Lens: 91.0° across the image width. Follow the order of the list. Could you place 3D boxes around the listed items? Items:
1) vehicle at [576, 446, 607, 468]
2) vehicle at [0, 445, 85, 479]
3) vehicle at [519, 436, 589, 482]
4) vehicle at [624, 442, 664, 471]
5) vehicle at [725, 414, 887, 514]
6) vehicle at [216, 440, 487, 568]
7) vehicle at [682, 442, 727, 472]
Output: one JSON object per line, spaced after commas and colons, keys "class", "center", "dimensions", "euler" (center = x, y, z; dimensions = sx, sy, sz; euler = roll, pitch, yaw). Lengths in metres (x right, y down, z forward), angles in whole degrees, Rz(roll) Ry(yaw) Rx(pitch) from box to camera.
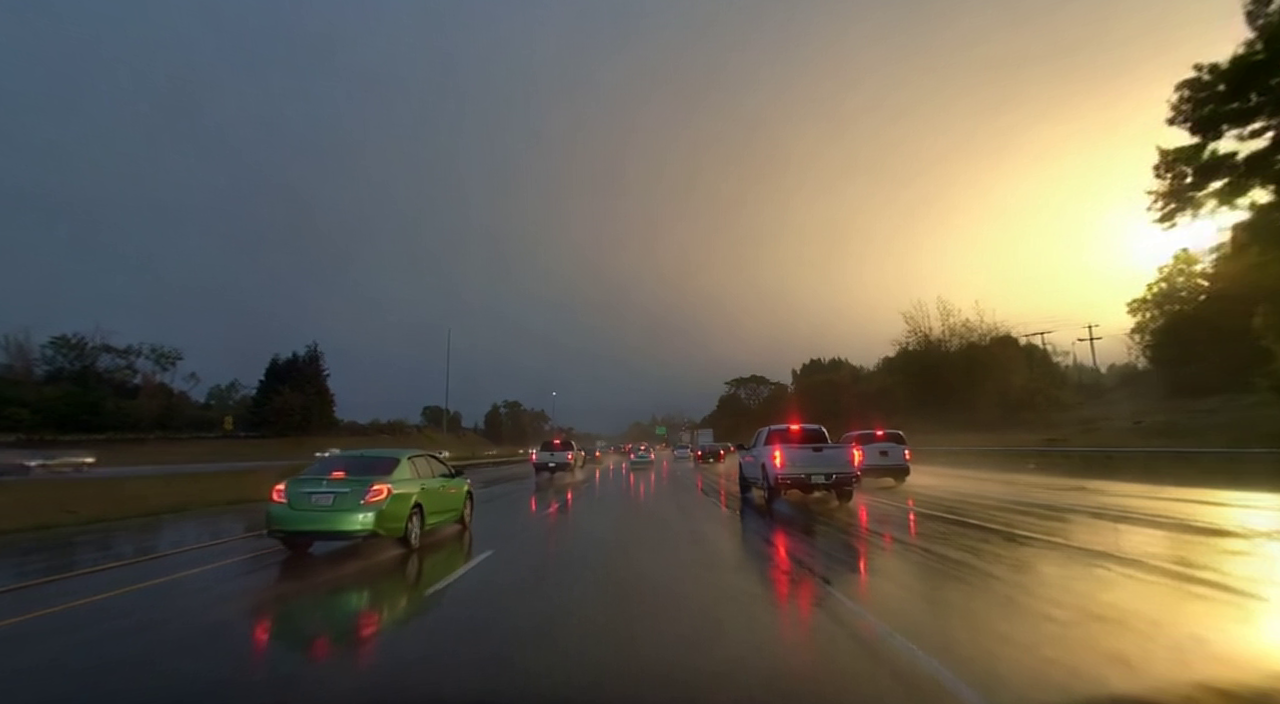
{"class": "vehicle", "center": [-3.405, 7.423, 44.722], "dimensions": [1.907, 1.484, 3.954], "euler": [0, -9, 0]}
{"class": "vehicle", "center": [-30.885, 5.464, 31.595], "dimensions": [1.875, 1.542, 4.486], "euler": [0, -9, 0]}
{"class": "vehicle", "center": [-3.575, 4.560, 27.117], "dimensions": [2.176, 1.783, 4.799], "euler": [0, -9, 2]}
{"class": "vehicle", "center": [0.202, 6.023, 36.436], "dimensions": [2.147, 1.572, 4.094], "euler": [0, -9, 0]}
{"class": "vehicle", "center": [3.618, 2.608, 15.158], "dimensions": [2.340, 1.925, 5.529], "euler": [1, -9, -1]}
{"class": "vehicle", "center": [-3.816, 2.065, 9.370], "dimensions": [1.947, 1.424, 4.264], "euler": [0, -9, 1]}
{"class": "vehicle", "center": [3.773, 6.200, 37.469], "dimensions": [2.145, 1.636, 4.437], "euler": [1, -9, -1]}
